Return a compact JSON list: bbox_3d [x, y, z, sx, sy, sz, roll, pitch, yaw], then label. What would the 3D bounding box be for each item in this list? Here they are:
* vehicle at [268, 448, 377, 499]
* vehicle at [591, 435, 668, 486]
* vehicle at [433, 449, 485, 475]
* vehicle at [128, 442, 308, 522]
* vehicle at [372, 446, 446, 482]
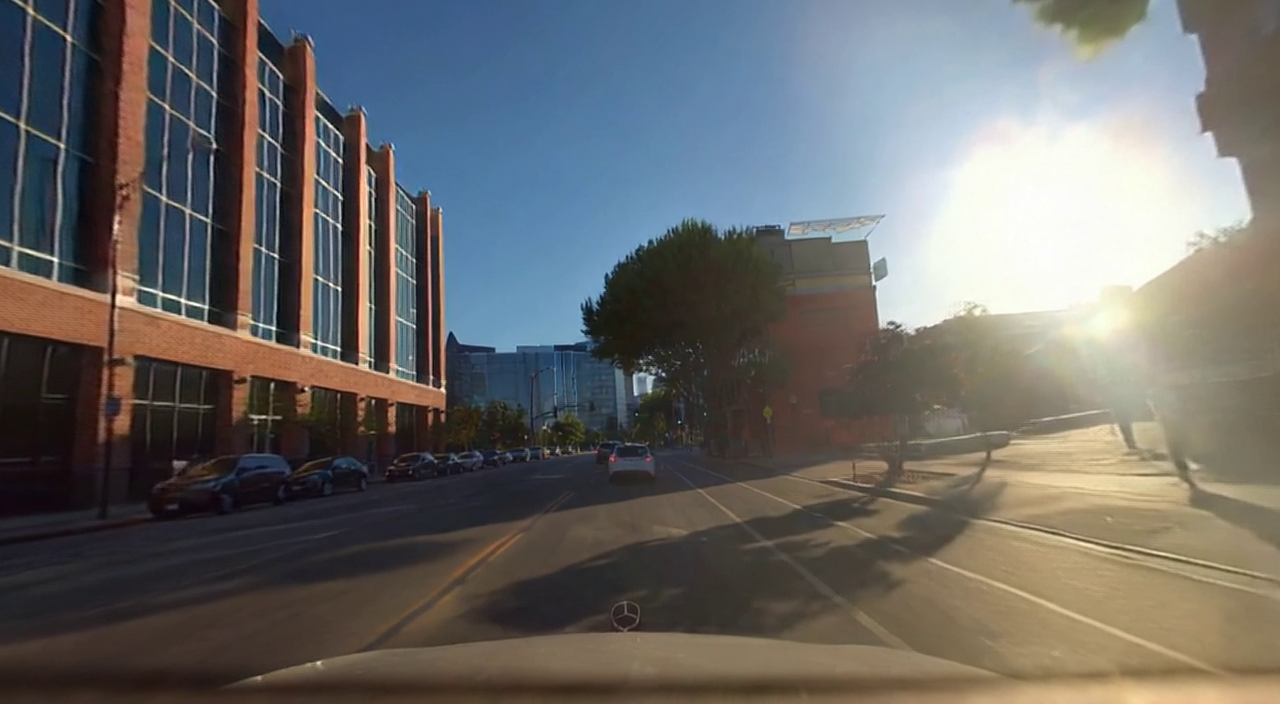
[{"bbox_3d":[-11.847,4.523,23.975,1.881,1.686,4.451,0,-8,-1],"label":"vehicle"},{"bbox_3d":[-0.296,3.473,20.510,2.269,1.479,3.980,0,-8,0],"label":"vehicle"},{"bbox_3d":[-11.675,7.095,41.125,1.991,1.507,4.879,0,-8,0],"label":"vehicle"},{"bbox_3d":[-11.950,3.648,18.389,2.114,1.938,4.590,-1,-8,-1],"label":"vehicle"},{"bbox_3d":[-11.915,5.785,32.979,2.077,1.732,4.704,0,-8,1],"label":"vehicle"}]
